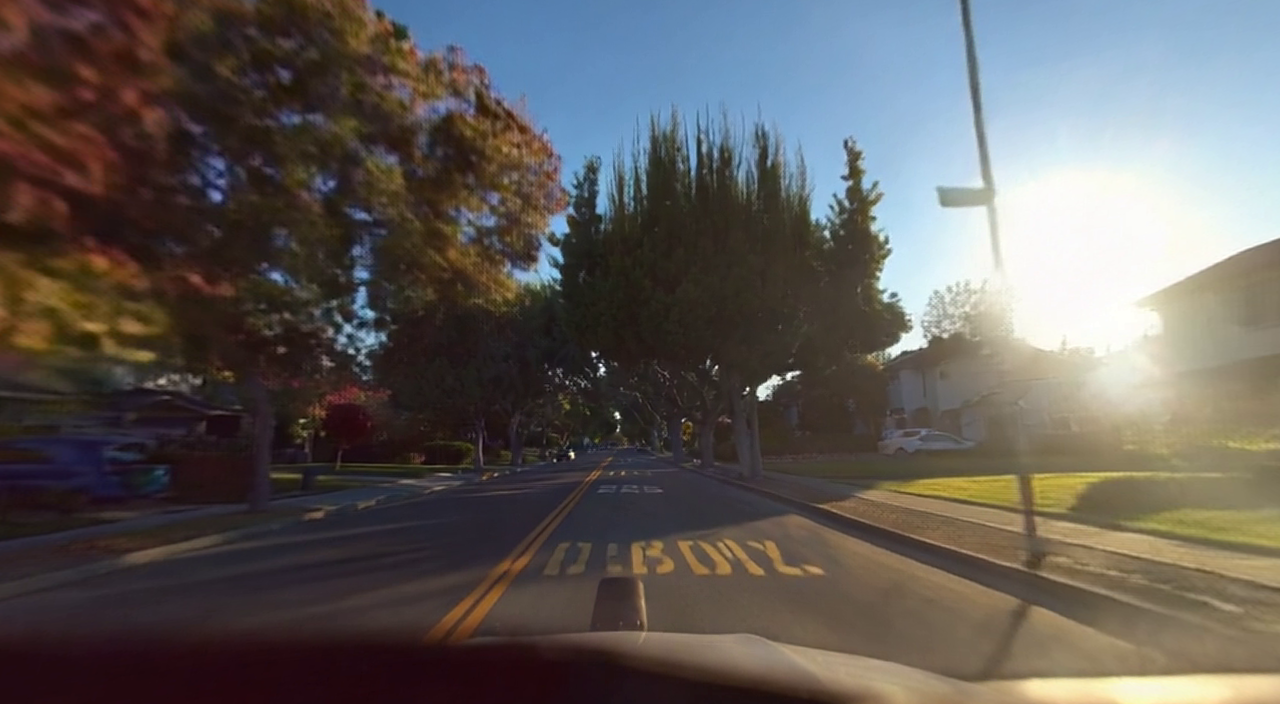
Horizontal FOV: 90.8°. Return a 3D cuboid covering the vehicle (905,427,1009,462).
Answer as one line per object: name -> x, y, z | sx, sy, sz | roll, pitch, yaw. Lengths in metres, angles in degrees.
vehicle -> 15.960, 4.667, 31.960 | 4.198, 1.697, 1.984 | 1, -9, -5

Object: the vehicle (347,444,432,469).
vehicle -> -15.309, 6.416, 38.782 | 4.388, 1.449, 1.882 | 0, -9, -2
